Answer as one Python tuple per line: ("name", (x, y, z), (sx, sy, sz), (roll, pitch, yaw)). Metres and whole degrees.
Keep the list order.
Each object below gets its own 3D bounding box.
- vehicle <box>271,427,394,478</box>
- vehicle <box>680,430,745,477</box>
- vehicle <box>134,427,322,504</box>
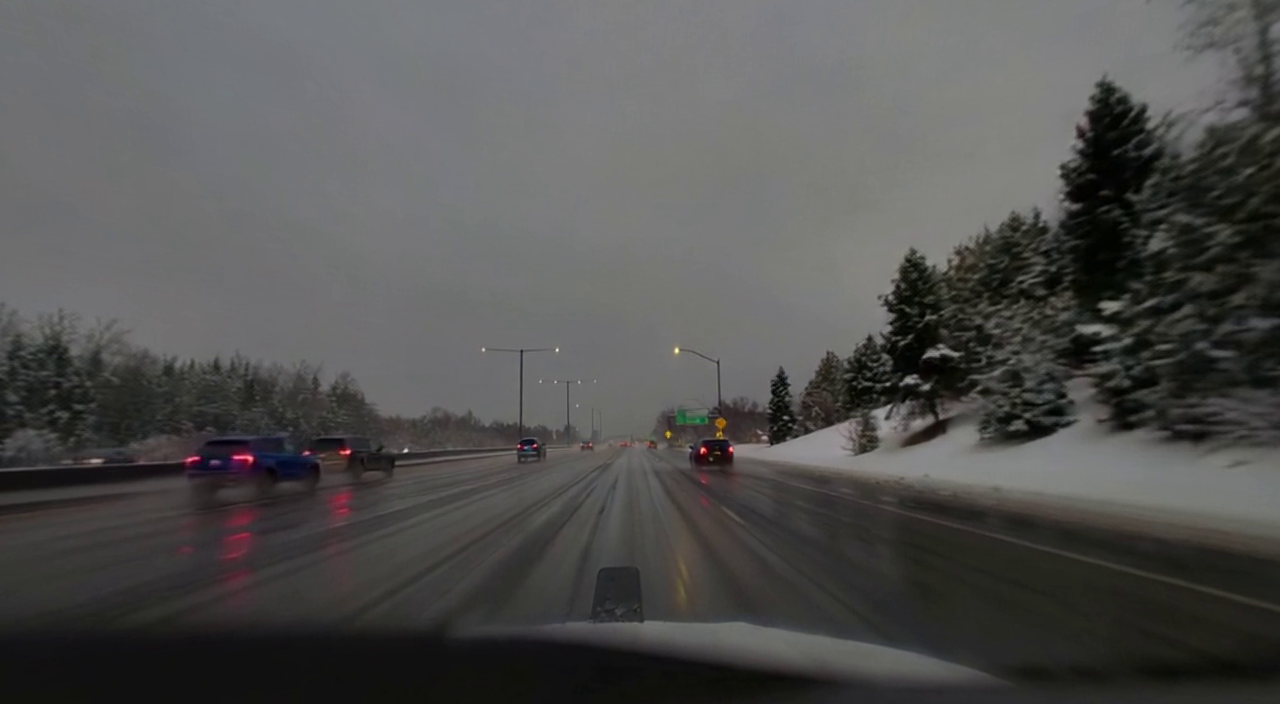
("vehicle", (-14.916, 4.941, 31.219), (2.736, 2.262, 6.533), (0, -8, 0))
("vehicle", (3.085, 4.445, 27.810), (2.184, 1.892, 4.763), (0, -8, -2))
("vehicle", (-11.291, 3.130, 17.814), (2.137, 1.873, 4.687), (0, -8, 0))
